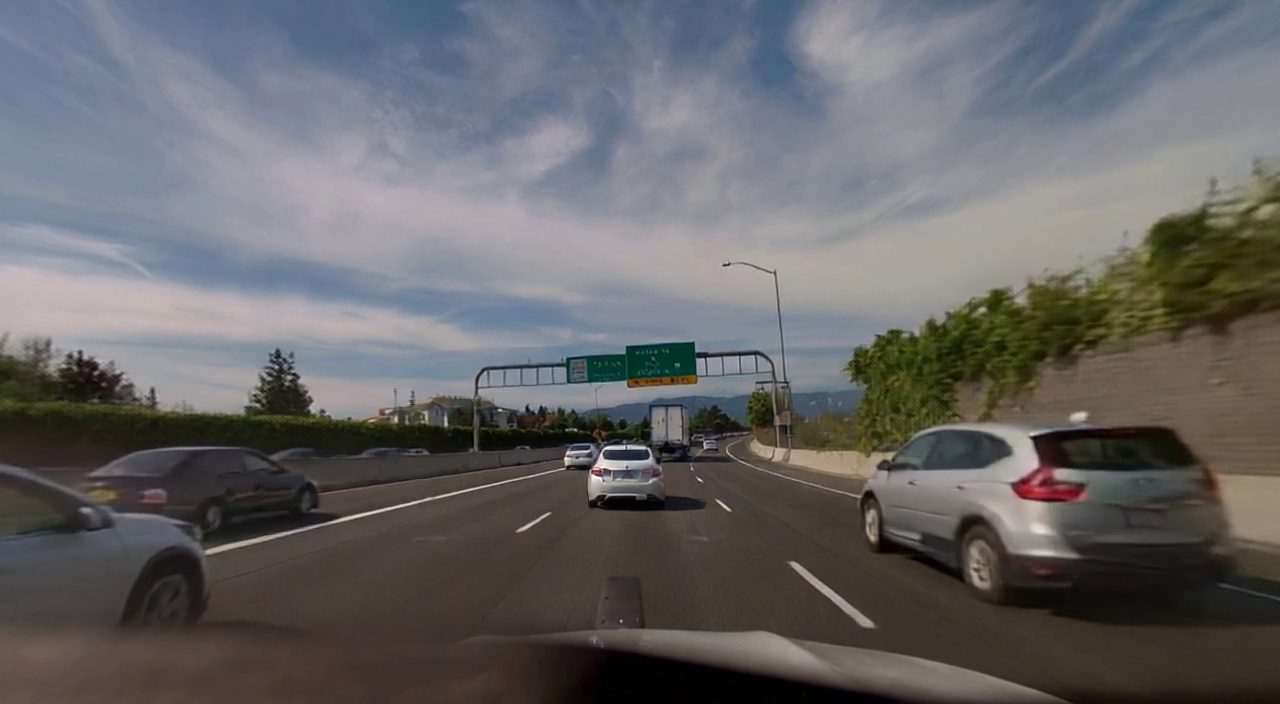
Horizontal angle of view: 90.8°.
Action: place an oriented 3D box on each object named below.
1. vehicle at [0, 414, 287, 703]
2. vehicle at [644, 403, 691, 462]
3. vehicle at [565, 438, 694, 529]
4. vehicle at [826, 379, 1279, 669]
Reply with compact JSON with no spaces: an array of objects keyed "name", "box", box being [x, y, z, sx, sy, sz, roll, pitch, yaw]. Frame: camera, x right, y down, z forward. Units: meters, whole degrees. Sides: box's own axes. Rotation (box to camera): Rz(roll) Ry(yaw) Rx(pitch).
[{"name":"vehicle","box":[-3.786,0.942,2.203,2.130,1.474,5.027,-1,-9,1]},{"name":"vehicle","box":[2.344,6.395,49.206,2.990,4.072,10.706,-1,-9,6]},{"name":"vehicle","box":[-0.135,2.493,12.524,2.136,1.470,3.971,-1,-9,1]},{"name":"vehicle","box":[3.576,1.341,6.043,2.166,1.666,4.618,0,-9,0]}]
